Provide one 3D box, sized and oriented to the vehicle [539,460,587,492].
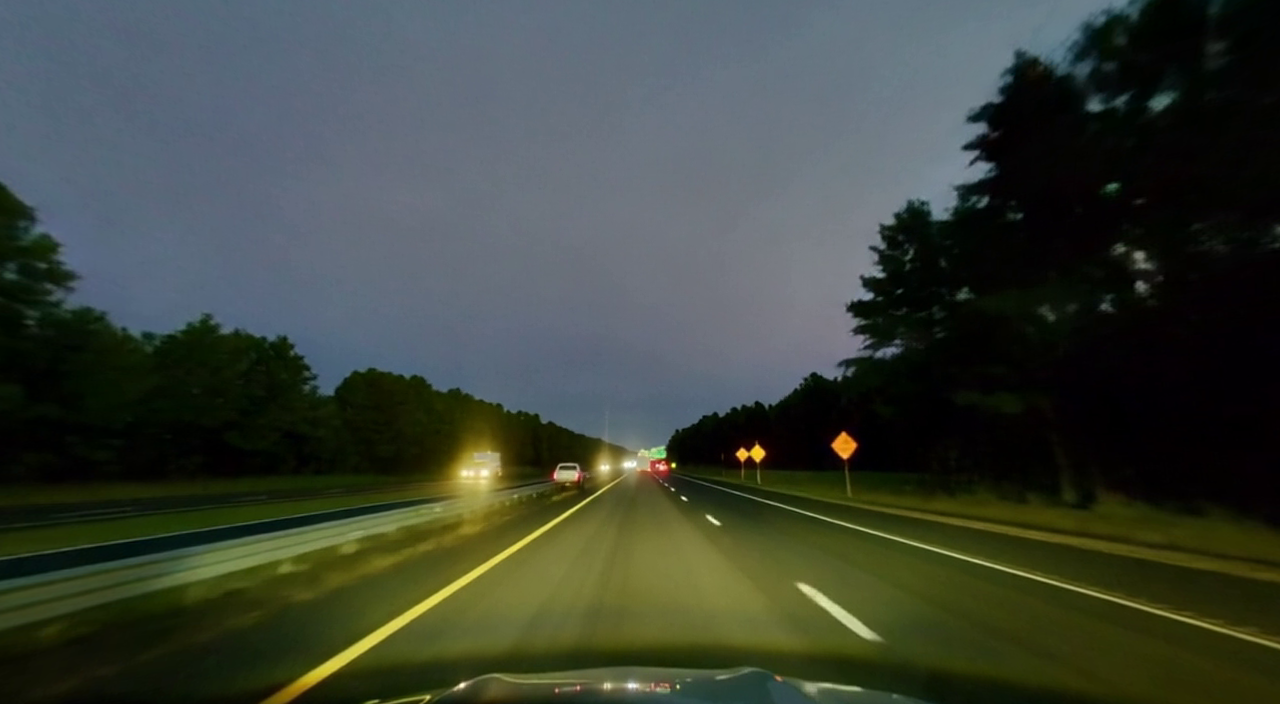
[{"bbox_3d":[-4.238,6.890,35.160,2.180,1.618,4.219,1,-10,-1],"label":"vehicle"}]
